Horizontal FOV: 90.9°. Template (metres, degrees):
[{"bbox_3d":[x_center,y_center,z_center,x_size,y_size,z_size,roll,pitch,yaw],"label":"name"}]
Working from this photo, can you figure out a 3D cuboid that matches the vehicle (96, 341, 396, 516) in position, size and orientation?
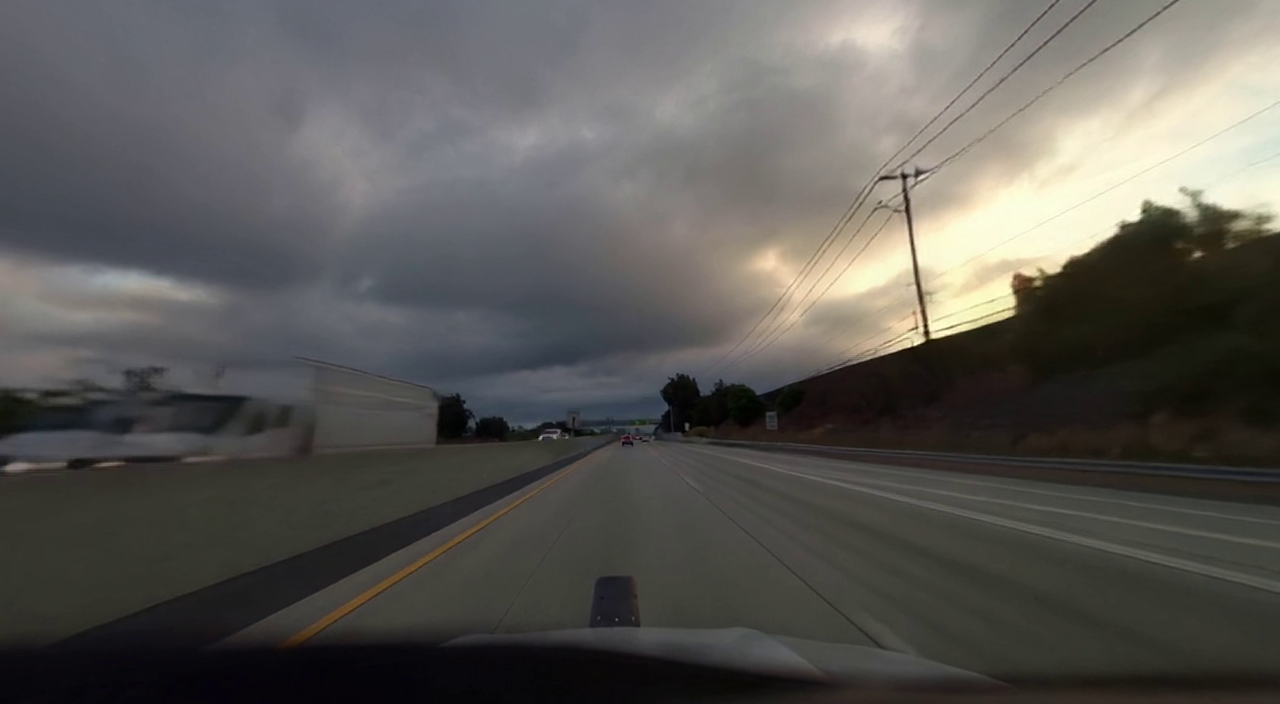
[{"bbox_3d":[-9.076,1.959,16.026,2.646,3.377,7.637,0,-8,0],"label":"vehicle"}]
